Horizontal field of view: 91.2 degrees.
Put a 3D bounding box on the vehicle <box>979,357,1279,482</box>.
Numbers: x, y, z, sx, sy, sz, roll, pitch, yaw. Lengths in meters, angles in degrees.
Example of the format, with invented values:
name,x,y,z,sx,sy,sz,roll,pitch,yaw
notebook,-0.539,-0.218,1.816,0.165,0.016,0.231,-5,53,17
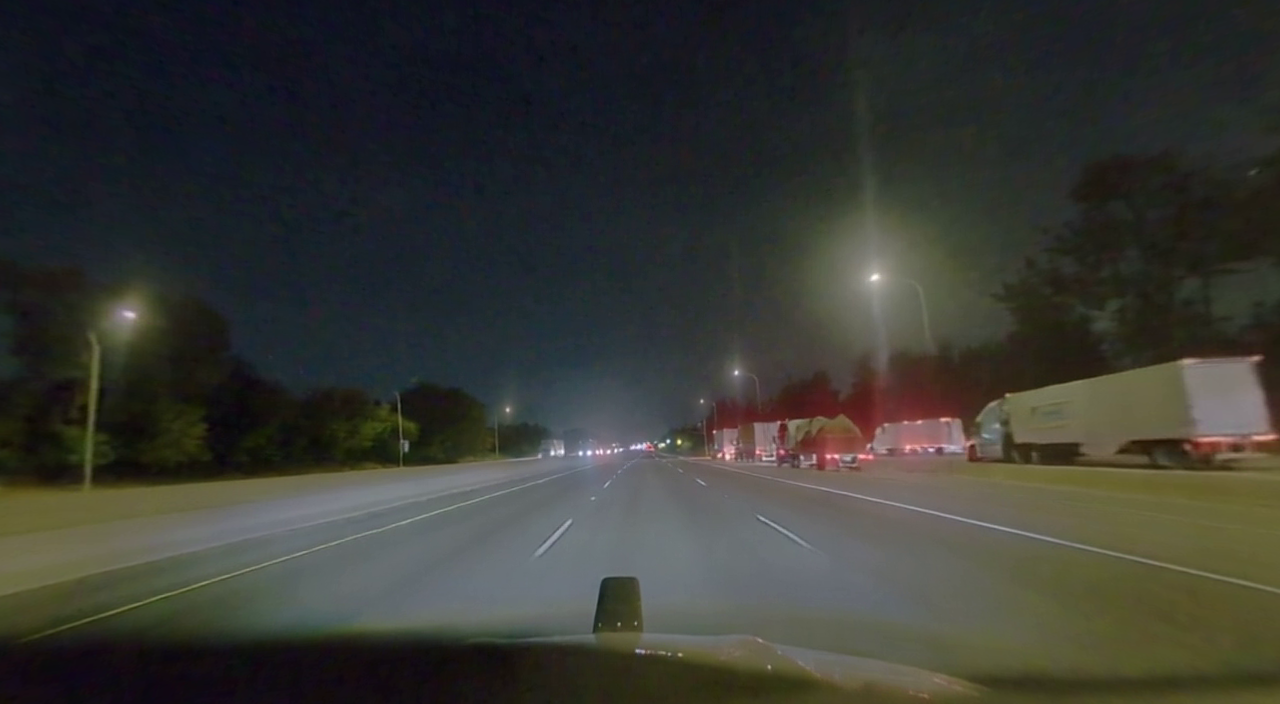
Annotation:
name,x,y,z,sx,sy,sz,roll,pitch,yaw
vehicle,20.952,3.404,28.715,2.849,4.148,14.184,-3,-9,0

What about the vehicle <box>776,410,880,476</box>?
name,x,y,z,sx,sy,sz,roll,pitch,yaw
vehicle,11.448,5.847,39.909,2.741,3.505,12.591,0,-9,0
